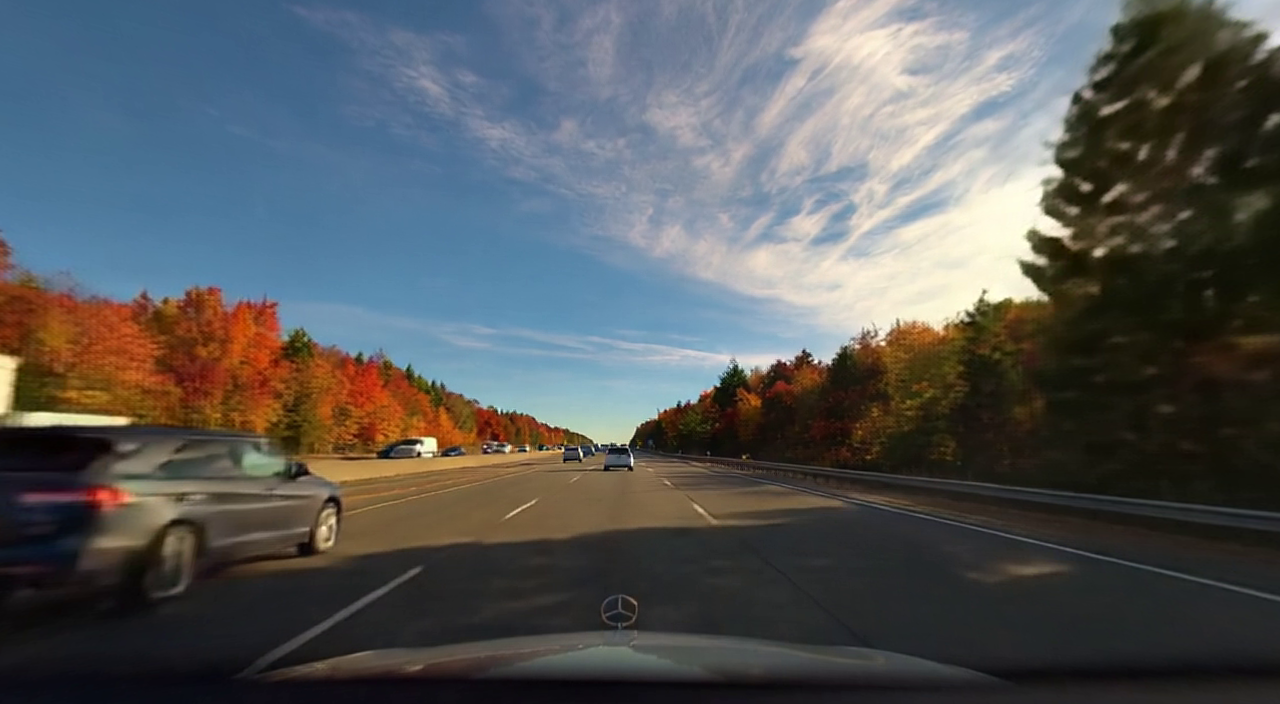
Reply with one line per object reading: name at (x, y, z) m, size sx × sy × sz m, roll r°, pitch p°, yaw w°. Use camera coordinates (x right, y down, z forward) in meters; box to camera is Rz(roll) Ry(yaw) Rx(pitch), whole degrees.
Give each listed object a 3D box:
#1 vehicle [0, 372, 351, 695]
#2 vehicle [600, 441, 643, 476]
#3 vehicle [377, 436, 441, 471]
vehicle at (-4.404, 1.233, 5.015) m, size 1.974 × 1.688 × 4.727 m, roll 0°, pitch -9°, yaw -1°
vehicle at (-0.986, 5.576, 33.042) m, size 2.115 × 1.661 × 4.049 m, roll 0°, pitch -9°, yaw -2°
vehicle at (-13.725, 6.055, 37.576) m, size 2.071 × 1.894 × 5.029 m, roll 0°, pitch -9°, yaw -2°
